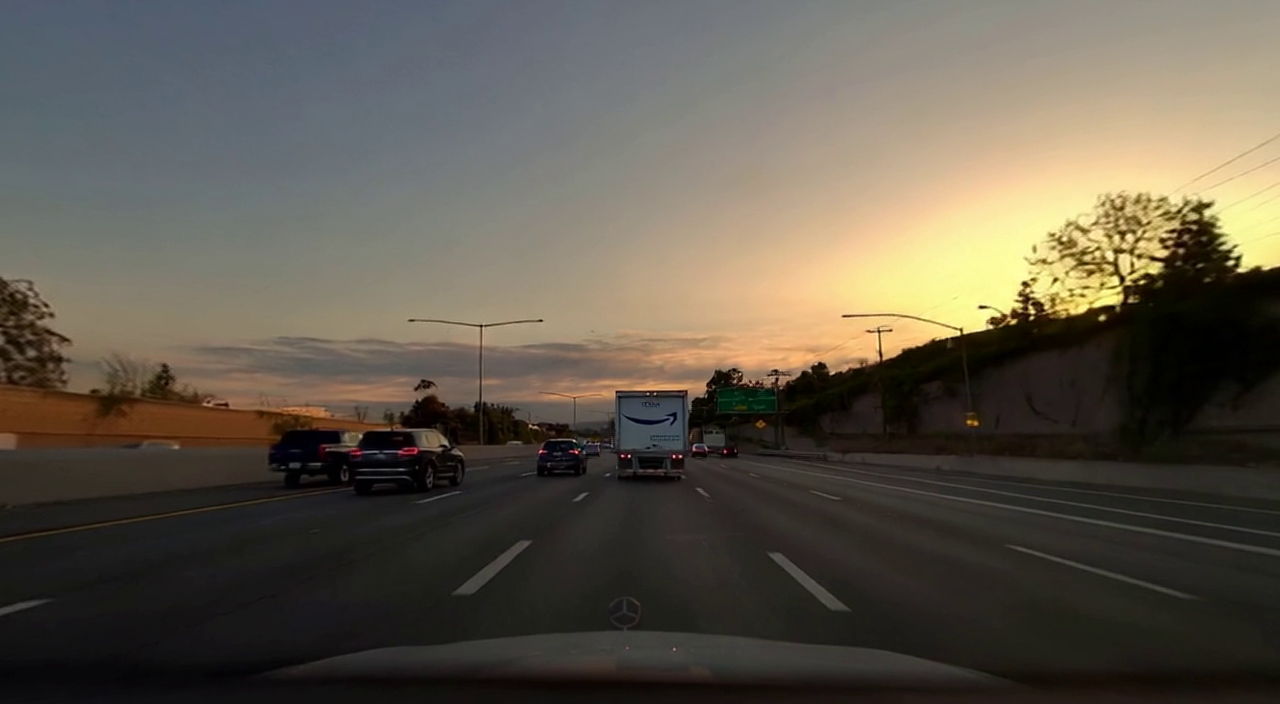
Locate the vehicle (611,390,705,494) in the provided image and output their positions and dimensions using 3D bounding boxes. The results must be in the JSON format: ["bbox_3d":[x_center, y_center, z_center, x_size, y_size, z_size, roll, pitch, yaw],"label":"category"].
[{"bbox_3d":[0.455,2.808,19.626,2.456,2.705,6.251,0,-9,0],"label":"vehicle"}]

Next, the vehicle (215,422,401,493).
[{"bbox_3d":[-10.026,3.267,19.895,2.454,1.857,6.221,0,-9,0],"label":"vehicle"}]

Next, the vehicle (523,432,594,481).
[{"bbox_3d":[-3.010,4.001,24.238,2.095,1.688,4.188,0,-9,1],"label":"vehicle"}]

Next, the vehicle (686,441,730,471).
[{"bbox_3d":[3.620,5.624,34.274,1.970,1.499,4.491,0,-9,1],"label":"vehicle"}]

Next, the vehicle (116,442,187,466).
[{"bbox_3d":[-31.783,6.627,41.100,1.623,1.459,3.672,0,-9,2],"label":"vehicle"}]

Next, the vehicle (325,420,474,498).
[{"bbox_3d":[-6.436,2.945,17.677,2.101,1.858,5.071,0,-9,1],"label":"vehicle"}]
